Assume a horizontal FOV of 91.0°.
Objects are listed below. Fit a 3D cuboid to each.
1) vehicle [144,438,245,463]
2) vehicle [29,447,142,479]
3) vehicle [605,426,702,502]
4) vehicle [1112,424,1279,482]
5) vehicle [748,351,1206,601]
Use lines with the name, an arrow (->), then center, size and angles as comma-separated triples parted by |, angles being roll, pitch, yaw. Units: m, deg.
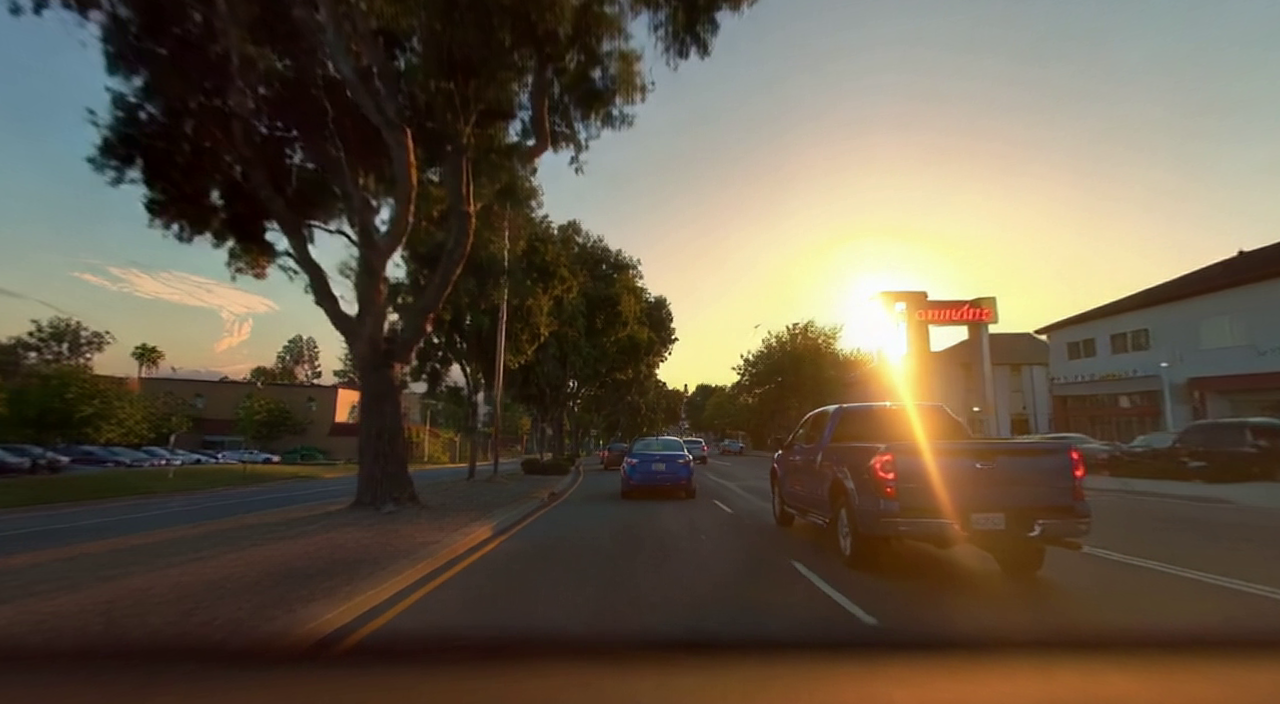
vehicle -> -32.520, 7.201, 46.089 | 5.603, 1.772, 2.150 | 1, -9, -2
vehicle -> -28.065, 5.620, 31.964 | 3.894, 1.527, 1.872 | -1, -10, -1
vehicle -> 0.298, 2.768, 15.887 | 2.145, 1.650, 4.021 | 0, -8, 0
vehicle -> 18.224, 3.294, 20.744 | 1.974, 1.678, 4.213 | 1, -8, -1
vehicle -> 3.367, 1.486, 8.412 | 2.731, 2.101, 6.047 | 0, -8, 0
